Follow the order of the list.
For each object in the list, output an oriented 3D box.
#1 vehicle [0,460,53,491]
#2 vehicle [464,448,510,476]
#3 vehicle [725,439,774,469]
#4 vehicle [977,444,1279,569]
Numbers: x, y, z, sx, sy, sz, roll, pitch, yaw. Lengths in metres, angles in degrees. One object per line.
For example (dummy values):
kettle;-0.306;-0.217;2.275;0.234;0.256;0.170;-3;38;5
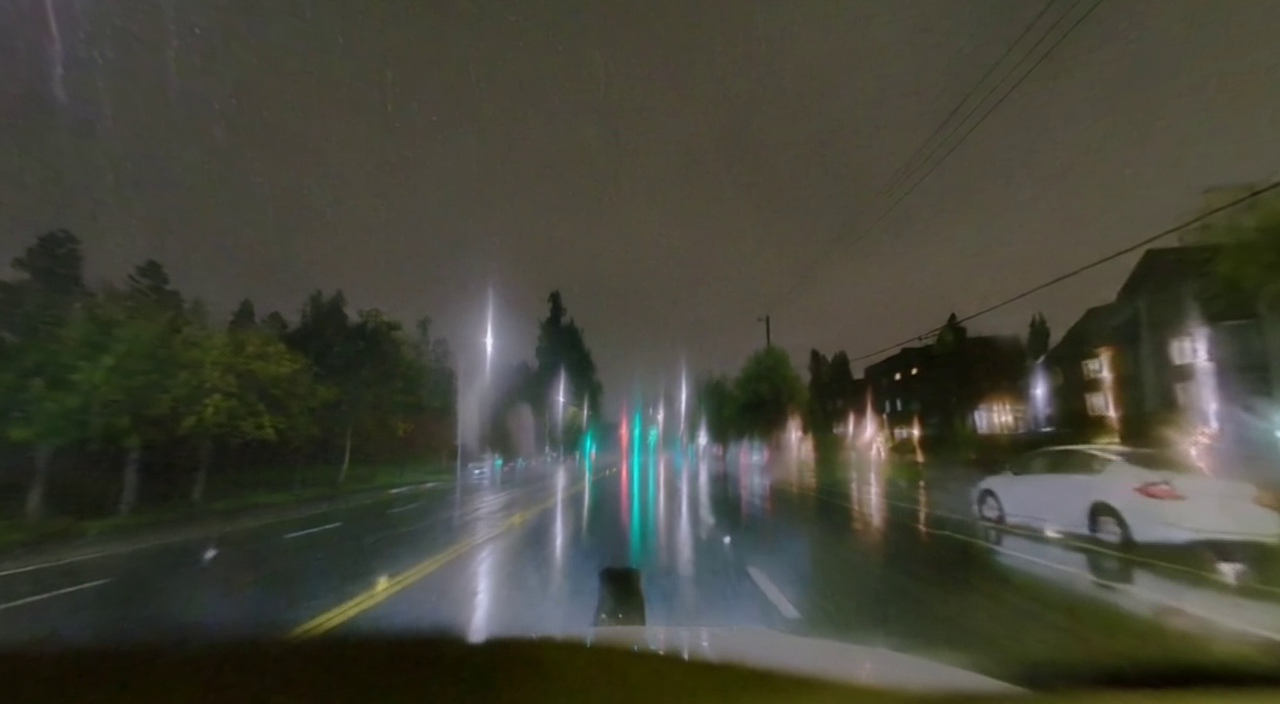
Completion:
vehicle;-32.967;6.361;32.541;1.736;1.437;3.766;0;-8;1
vehicle;-10.621;7.637;44.028;1.996;1.781;4.139;-3;-9;2
vehicle;7.552;7.094;44.274;2.224;1.956;6.057;0;-8;-1
vehicle;7.138;2.110;9.488;1.854;1.425;4.316;-1;-8;1
